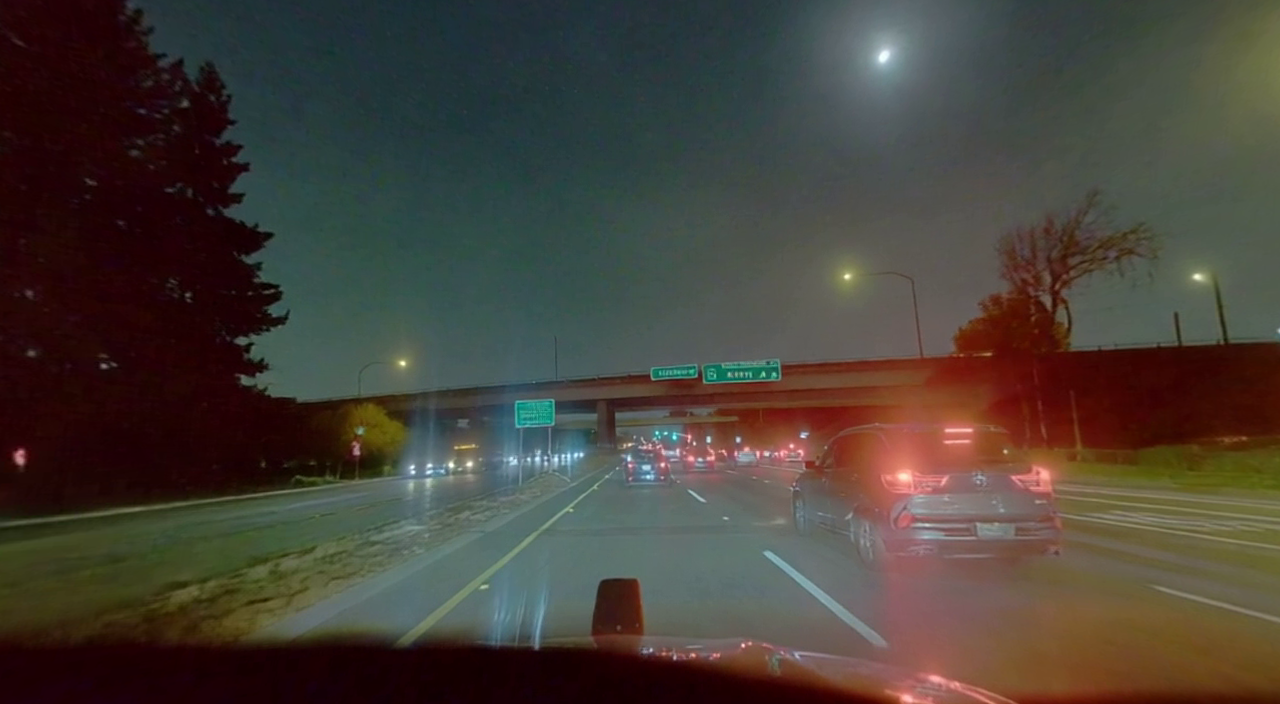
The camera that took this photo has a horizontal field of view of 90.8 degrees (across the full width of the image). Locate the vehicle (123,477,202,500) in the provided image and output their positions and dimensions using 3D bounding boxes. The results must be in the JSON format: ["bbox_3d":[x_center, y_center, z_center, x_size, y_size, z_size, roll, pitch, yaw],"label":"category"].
[{"bbox_3d":[-32.778,9.358,43.413,3.907,1.435,1.765,0,-9,-2],"label":"vehicle"}]

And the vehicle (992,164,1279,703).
[{"bbox_3d":[3.301,0.438,1.037,2.588,2.321,4.927,0,-9,1],"label":"vehicle"}]

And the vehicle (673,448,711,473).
[{"bbox_3d":[3.158,6.735,39.330,1.962,1.431,4.205,0,-9,-1],"label":"vehicle"}]

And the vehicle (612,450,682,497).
[{"bbox_3d":[0.189,3.815,20.244,2.027,1.341,3.775,0,-8,0],"label":"vehicle"}]
